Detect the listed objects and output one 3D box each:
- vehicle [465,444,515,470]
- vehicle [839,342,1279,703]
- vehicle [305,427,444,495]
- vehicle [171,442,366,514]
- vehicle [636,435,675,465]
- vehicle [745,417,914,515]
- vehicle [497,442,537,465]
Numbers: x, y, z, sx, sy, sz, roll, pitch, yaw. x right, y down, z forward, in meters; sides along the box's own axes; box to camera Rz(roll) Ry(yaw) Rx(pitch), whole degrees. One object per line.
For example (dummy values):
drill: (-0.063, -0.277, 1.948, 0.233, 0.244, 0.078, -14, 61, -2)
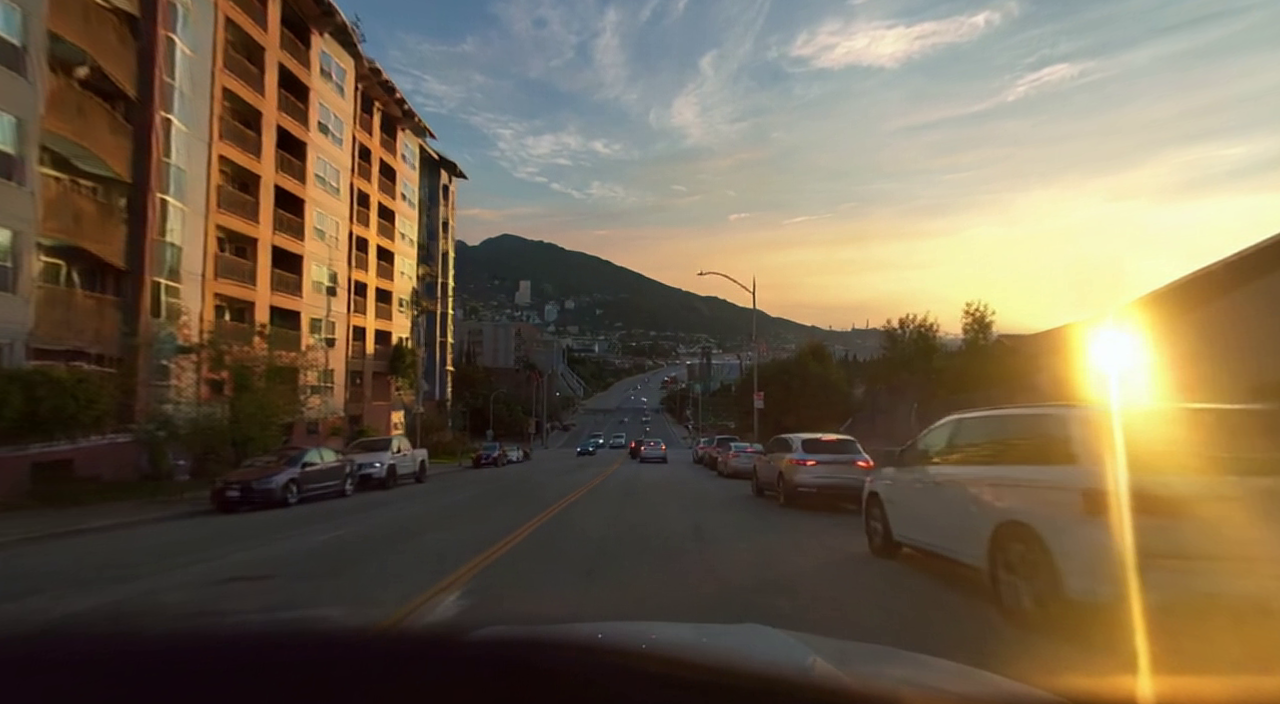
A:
vehicle: (-8.800, 6.186, 37.388, 2.021, 1.474, 4.337, 0, -8, -1)
vehicle: (3.824, 1.232, 5.743, 2.327, 1.864, 4.981, 0, -8, -1)
vehicle: (-8.986, 3.740, 22.095, 2.457, 2.048, 5.461, 0, -8, 0)
vehicle: (-9.213, 3.119, 16.232, 2.089, 1.549, 4.597, -1, -8, 2)
vehicle: (0.928, 5.982, 38.616, 2.261, 1.740, 4.065, 0, -8, 1)
vehicle: (3.939, 2.478, 14.200, 2.260, 1.789, 4.810, 0, -8, -1)
vehicle: (-8.788, 7.254, 45.342, 2.002, 1.546, 4.339, 0, -8, 0)
